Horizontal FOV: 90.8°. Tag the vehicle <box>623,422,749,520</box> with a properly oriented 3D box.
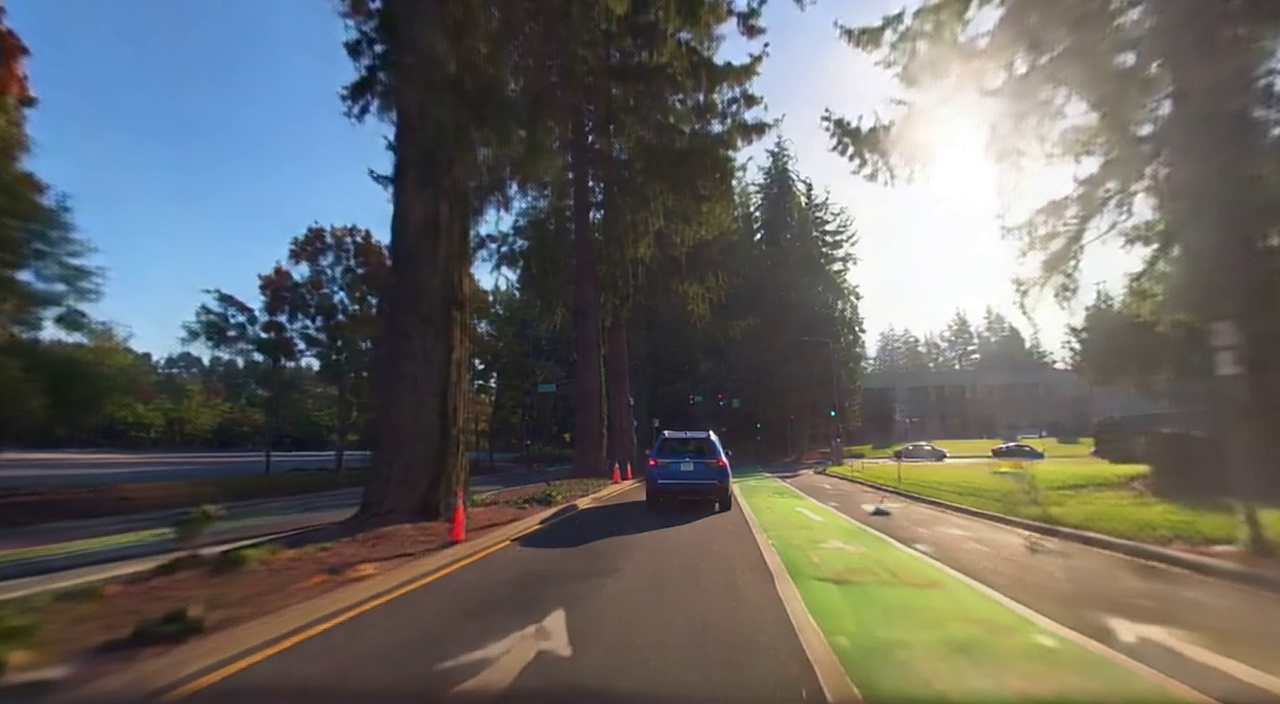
[{"bbox_3d":[1.086,2.558,14.141,2.339,1.790,4.629,-1,-9,6],"label":"vehicle"}]
